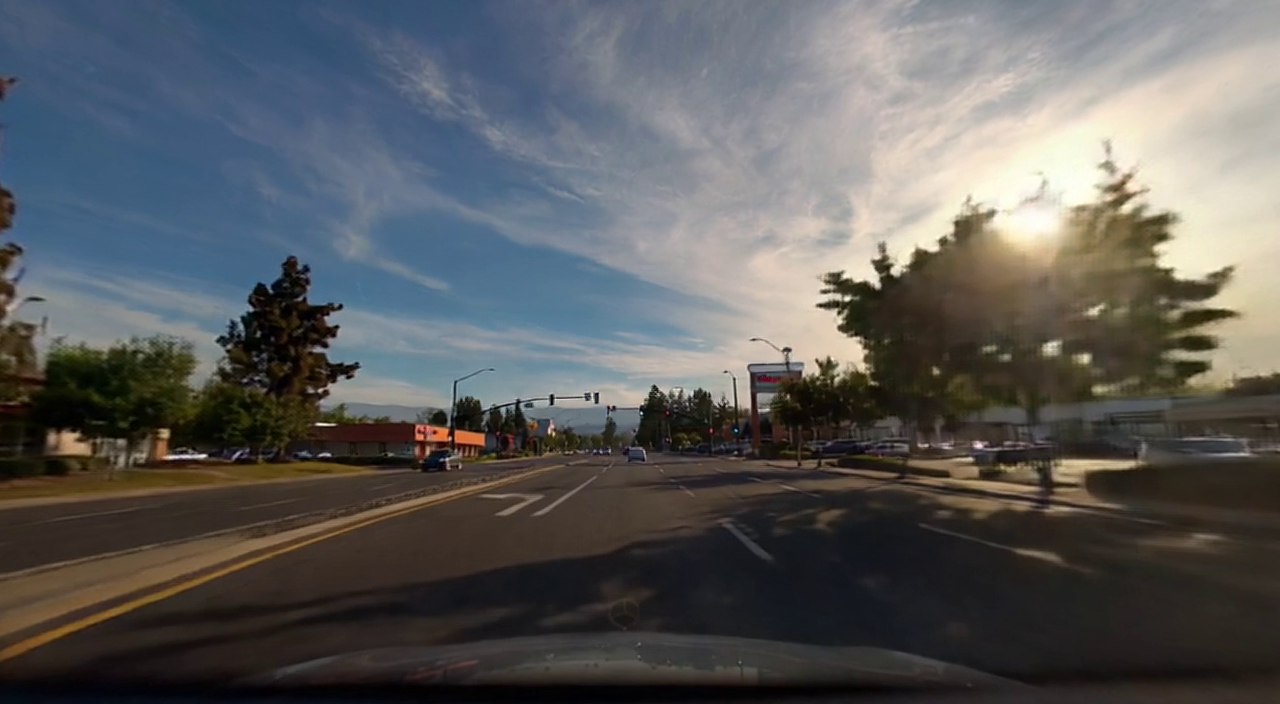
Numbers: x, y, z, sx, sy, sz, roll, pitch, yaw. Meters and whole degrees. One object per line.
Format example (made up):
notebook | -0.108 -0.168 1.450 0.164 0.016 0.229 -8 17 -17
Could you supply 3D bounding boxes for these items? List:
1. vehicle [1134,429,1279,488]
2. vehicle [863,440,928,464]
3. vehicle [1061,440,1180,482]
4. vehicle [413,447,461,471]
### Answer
vehicle | 20.416 3.752 22.449 5.072 1.887 2.189 4 -10 -24
vehicle | 19.217 7.487 47.408 4.717 1.714 1.985 5 -10 -30
vehicle | 19.633 4.401 25.772 4.632 1.567 1.960 5 -10 -28
vehicle | -15.830 8.371 49.571 2.102 1.800 4.849 0 -9 0
